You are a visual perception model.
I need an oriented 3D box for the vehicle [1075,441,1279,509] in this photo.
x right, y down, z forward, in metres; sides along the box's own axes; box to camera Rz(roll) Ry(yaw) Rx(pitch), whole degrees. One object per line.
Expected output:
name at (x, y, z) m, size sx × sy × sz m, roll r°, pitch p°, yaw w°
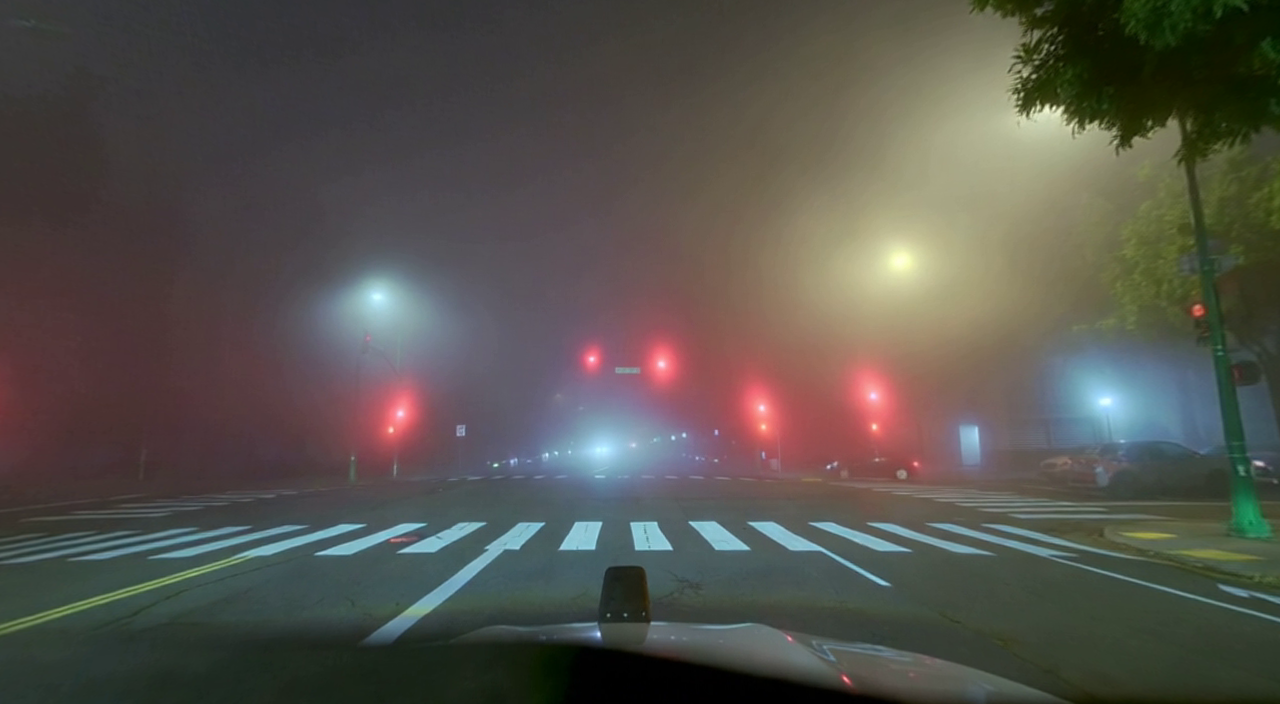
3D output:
vehicle at (13.002, 2.790, 14.555) m, size 4.424 × 1.436 × 1.804 m, roll 0°, pitch -9°, yaw 5°

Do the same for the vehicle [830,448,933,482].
vehicle at (11.644, 5.473, 30.709) m, size 4.368 × 1.522 × 1.972 m, roll -2°, pitch -9°, yaw 11°
